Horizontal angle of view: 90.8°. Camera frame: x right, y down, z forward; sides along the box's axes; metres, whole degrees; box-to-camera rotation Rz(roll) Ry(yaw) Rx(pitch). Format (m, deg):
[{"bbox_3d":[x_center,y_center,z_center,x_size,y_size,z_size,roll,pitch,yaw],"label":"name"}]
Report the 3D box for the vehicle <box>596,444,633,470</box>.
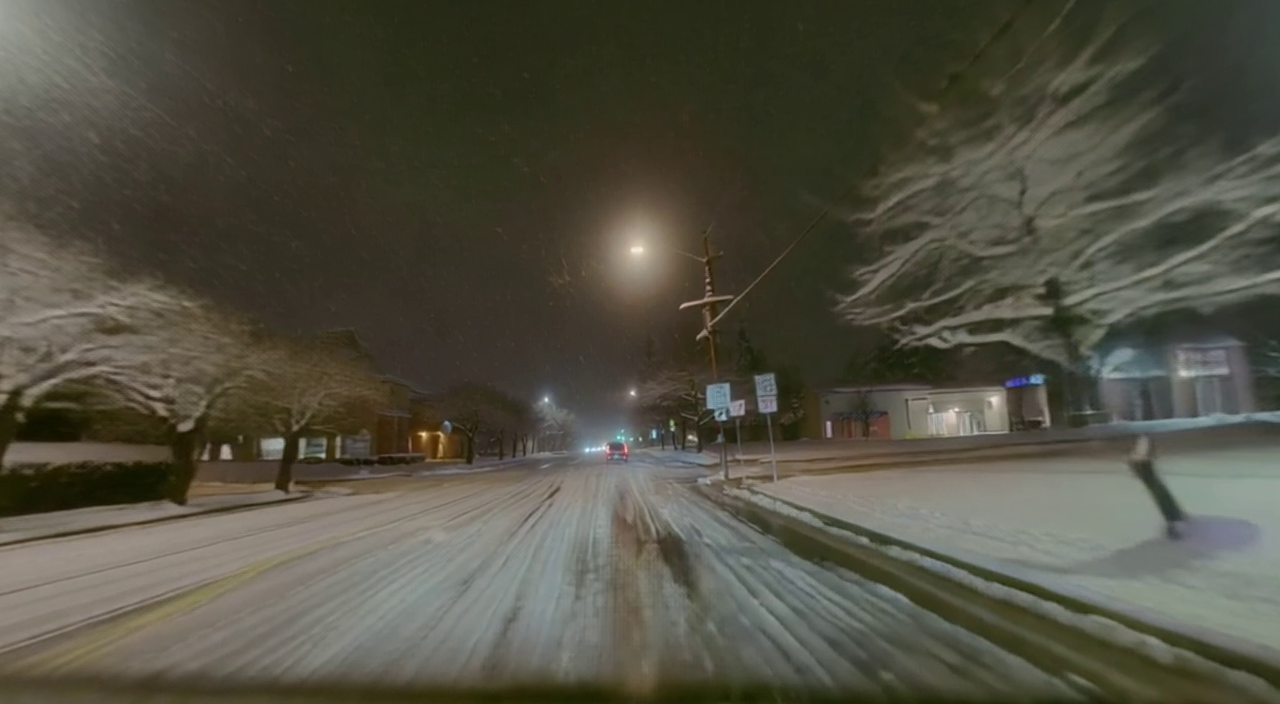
[{"bbox_3d":[-1.582,6.408,38.783,2.131,1.474,4.146,0,-8,-3],"label":"vehicle"}]
